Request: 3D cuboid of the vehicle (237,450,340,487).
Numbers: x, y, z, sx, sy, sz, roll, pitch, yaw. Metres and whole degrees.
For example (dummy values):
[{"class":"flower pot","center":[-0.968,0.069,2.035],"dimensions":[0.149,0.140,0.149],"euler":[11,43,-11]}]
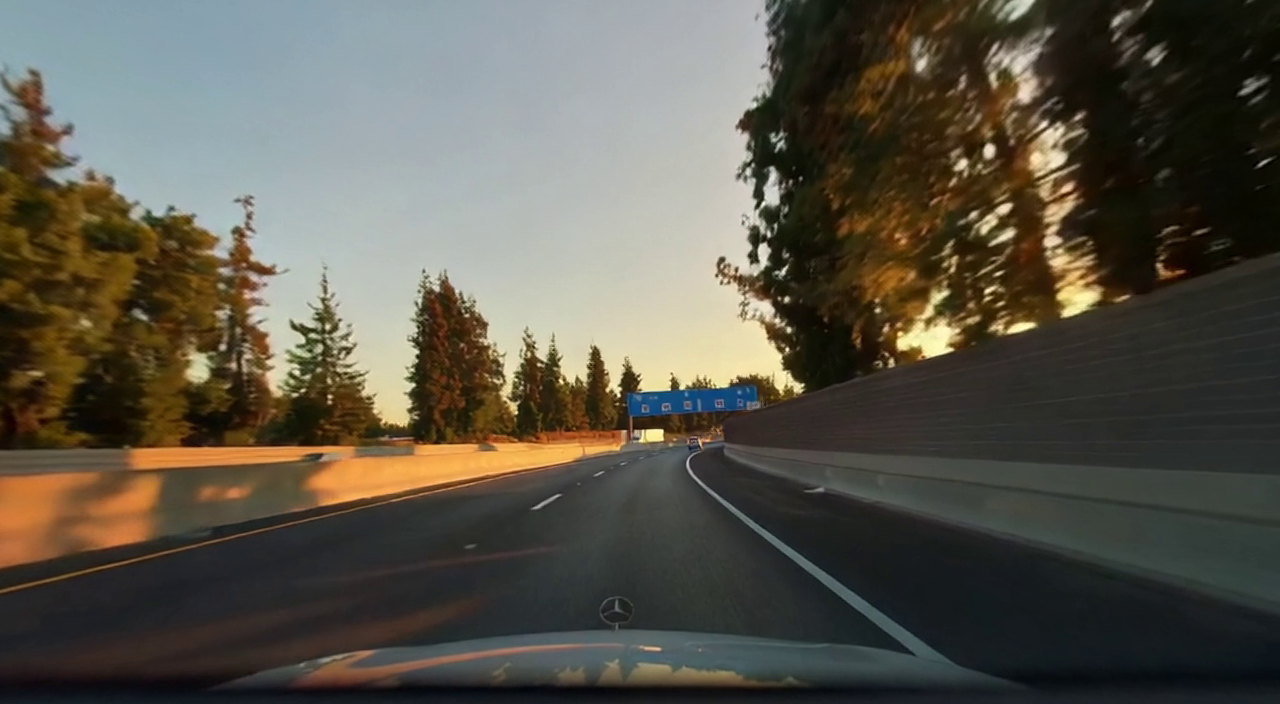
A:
[{"class":"vehicle","center":[-16.130,5.342,29.197],"dimensions":[2.046,1.468,4.523],"euler":[-1,-8,2]}]
